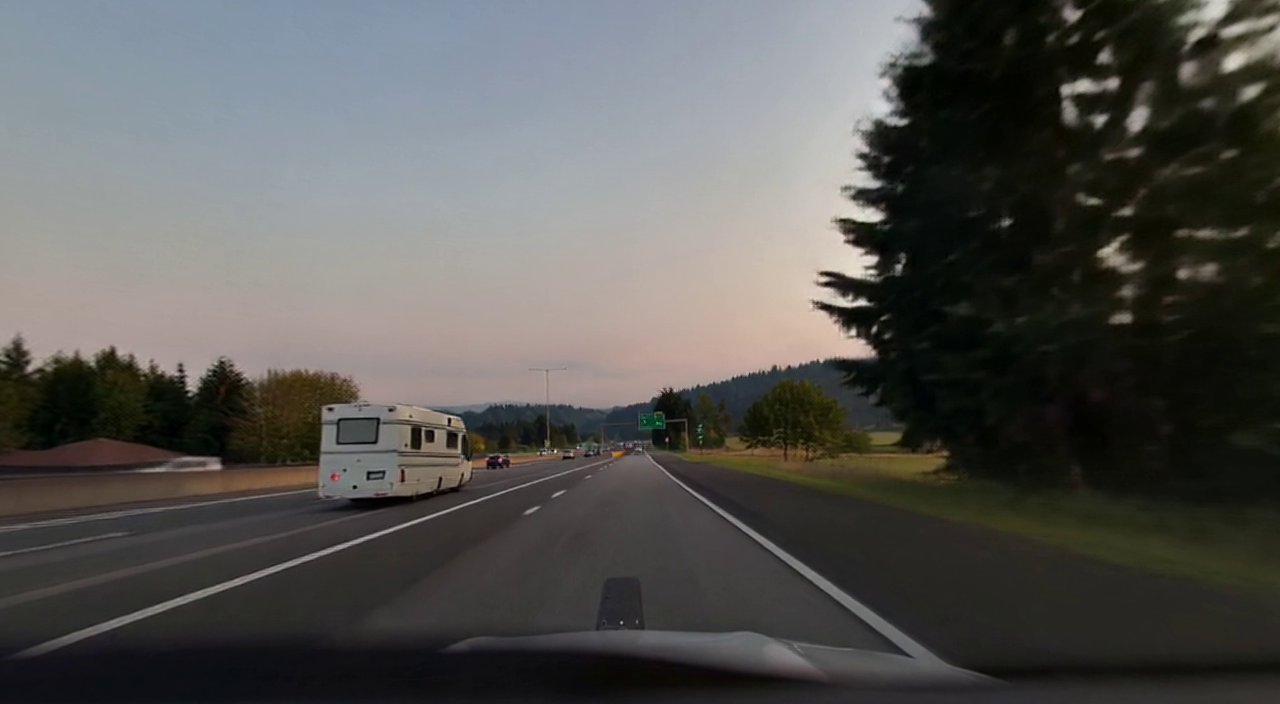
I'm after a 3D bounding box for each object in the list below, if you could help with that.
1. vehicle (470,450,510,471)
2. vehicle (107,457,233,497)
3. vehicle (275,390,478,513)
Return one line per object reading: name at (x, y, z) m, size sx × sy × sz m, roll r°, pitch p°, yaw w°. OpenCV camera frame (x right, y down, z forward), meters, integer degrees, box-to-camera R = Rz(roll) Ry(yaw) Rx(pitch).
vehicle at (-11.443, 8.249, 48.313) m, size 1.981 × 1.503 × 4.207 m, roll 0°, pitch -8°, yaw 0°
vehicle at (-19.673, 5.233, 26.722) m, size 1.850 × 1.450 × 4.544 m, roll 0°, pitch -8°, yaw 0°
vehicle at (-7.320, 2.946, 18.988) m, size 2.747 × 2.934 × 7.411 m, roll 0°, pitch -8°, yaw 1°
